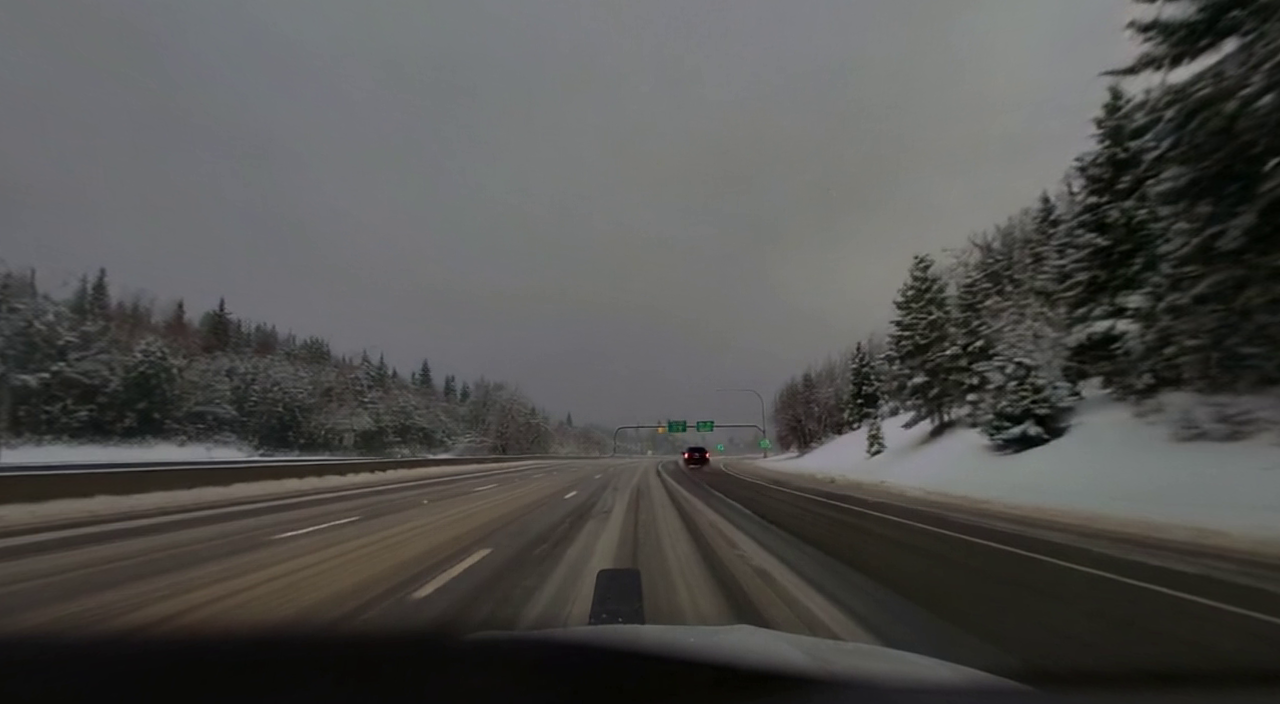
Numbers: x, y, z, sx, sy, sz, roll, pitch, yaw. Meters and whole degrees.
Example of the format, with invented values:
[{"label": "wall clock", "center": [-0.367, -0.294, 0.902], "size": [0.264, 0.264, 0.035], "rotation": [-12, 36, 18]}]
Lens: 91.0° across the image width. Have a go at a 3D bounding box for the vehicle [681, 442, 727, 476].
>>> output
[{"label": "vehicle", "center": [3.680, 6.232, 36.804], "size": [2.225, 1.833, 4.340], "rotation": [0, -9, 0]}]
